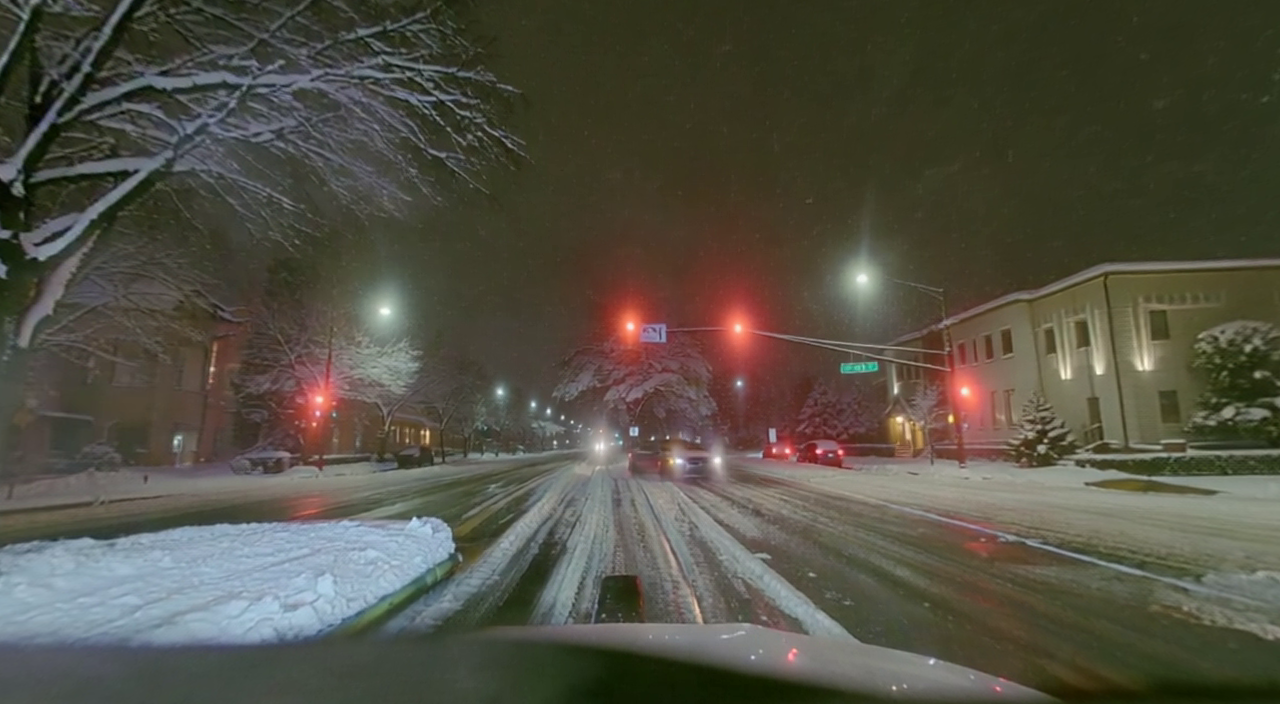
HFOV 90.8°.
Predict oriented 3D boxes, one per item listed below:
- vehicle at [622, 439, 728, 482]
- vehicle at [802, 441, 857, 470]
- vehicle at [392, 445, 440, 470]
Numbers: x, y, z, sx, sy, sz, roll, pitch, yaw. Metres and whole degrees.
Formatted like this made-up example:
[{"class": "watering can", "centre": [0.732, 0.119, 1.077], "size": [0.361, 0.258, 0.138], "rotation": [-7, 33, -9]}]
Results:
[{"class": "vehicle", "centre": [1.185, 4.107, 24.191], "size": [1.933, 1.460, 4.683], "rotation": [4, -10, -27]}, {"class": "vehicle", "centre": [13.052, 7.140, 43.822], "size": [2.181, 1.876, 4.723], "rotation": [0, -8, -2]}, {"class": "vehicle", "centre": [-16.487, 7.758, 46.753], "size": [2.075, 1.708, 4.335], "rotation": [0, -8, -1]}]
